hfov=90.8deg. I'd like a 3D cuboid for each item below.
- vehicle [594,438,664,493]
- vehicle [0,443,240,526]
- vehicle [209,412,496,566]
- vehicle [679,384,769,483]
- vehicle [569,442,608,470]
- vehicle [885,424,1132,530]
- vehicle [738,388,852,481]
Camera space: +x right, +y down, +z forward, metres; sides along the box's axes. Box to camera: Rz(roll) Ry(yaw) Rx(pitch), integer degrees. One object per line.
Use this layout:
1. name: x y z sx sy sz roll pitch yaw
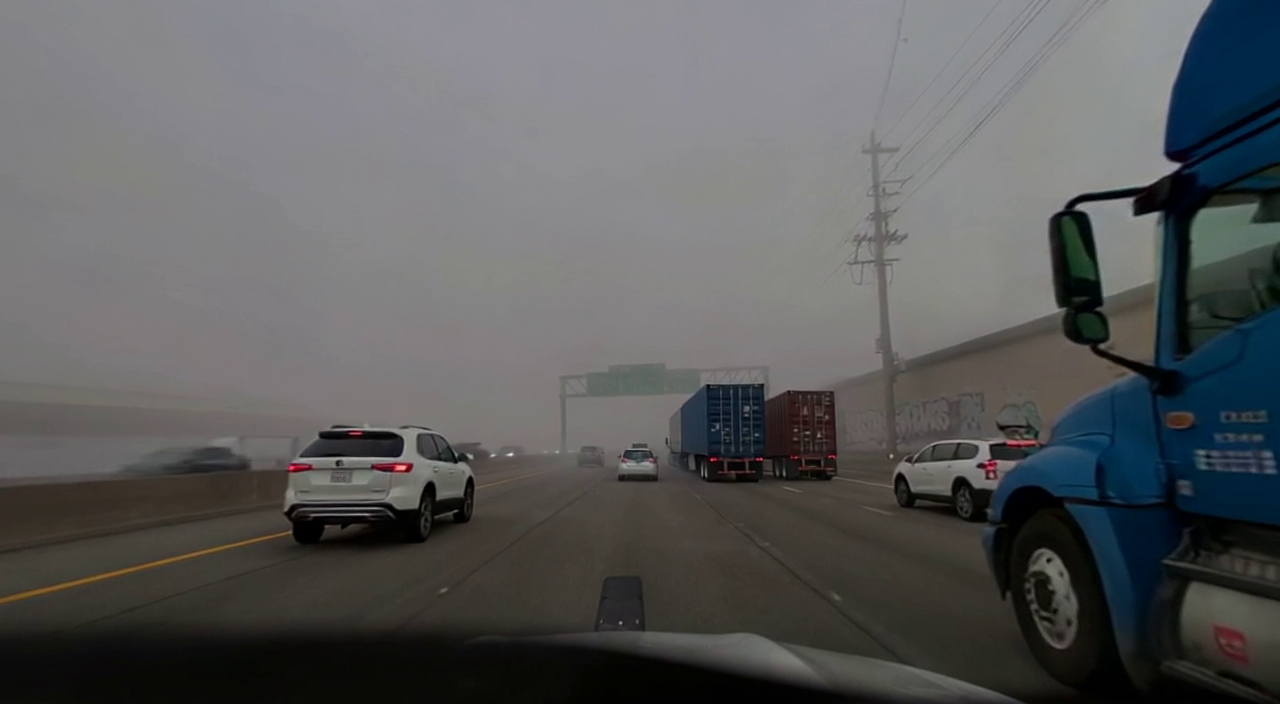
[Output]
1. vehicle: -0.346 3.882 21.891 2.191 1.685 4.015 0 -9 0
2. vehicle: -10.968 2.729 13.621 1.902 1.474 4.259 0 -9 -1
3. vehicle: -3.939 1.977 9.851 2.264 1.804 4.584 0 -9 0
4. vehicle: 3.857 4.350 32.669 2.800 4.039 13.179 0 -9 0
5. vehicle: -3.439 7.091 43.129 2.243 1.820 4.473 0 -9 1
6. vehicle: 7.041 2.435 12.874 2.202 1.731 4.628 0 -9 0
7. vehicle: 7.743 4.585 34.039 2.868 4.017 12.827 0 -9 0
